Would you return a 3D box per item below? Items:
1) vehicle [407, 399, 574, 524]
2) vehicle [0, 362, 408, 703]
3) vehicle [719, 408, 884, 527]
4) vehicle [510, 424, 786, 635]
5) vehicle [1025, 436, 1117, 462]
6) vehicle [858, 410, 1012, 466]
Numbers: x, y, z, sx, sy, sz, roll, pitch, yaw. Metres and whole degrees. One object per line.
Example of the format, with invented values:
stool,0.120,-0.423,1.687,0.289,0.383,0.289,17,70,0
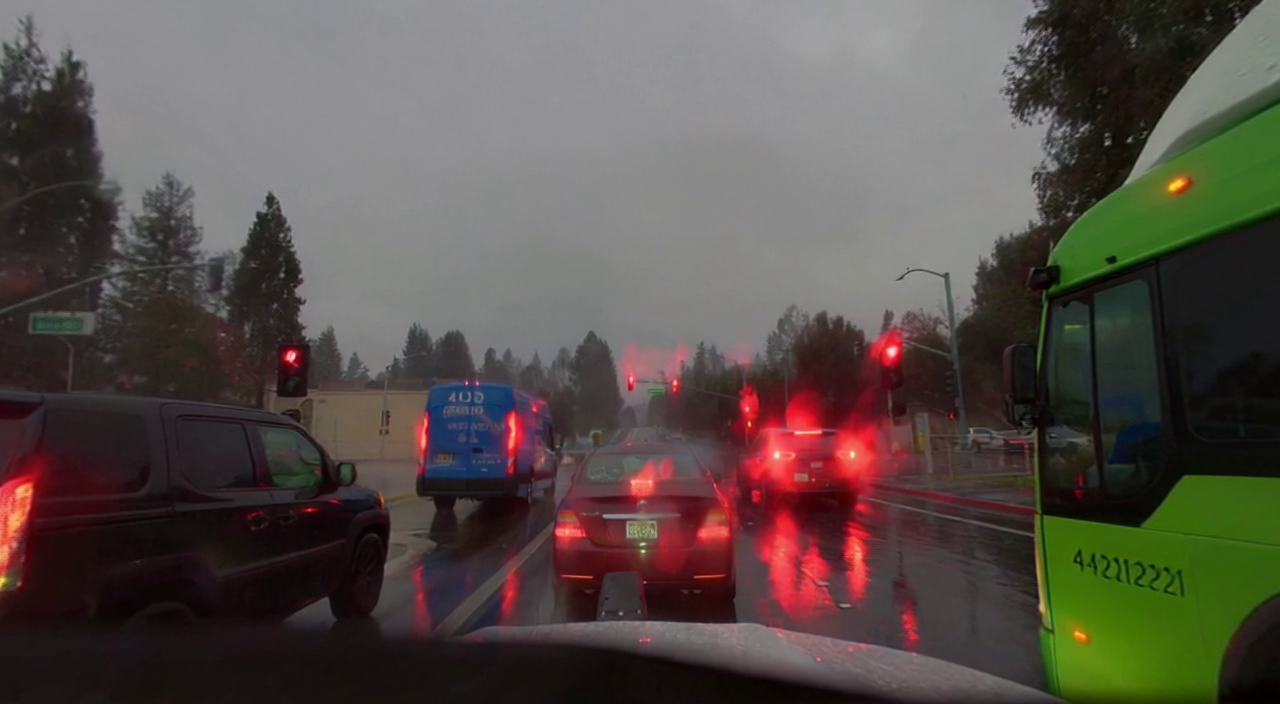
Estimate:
vehicle,-2.952,2.351,13.962,2.335,2.221,5.165,0,-8,1
vehicle,-3.419,1.179,4.631,1.921,1.701,3.989,0,-8,-1
vehicle,3.130,2.403,13.682,2.143,2.036,5.367,0,-8,0
vehicle,0.048,1.547,6.415,1.976,1.485,3.624,0,-8,0
vehicle,25.873,5.834,37.996,4.229,1.489,1.794,0,-8,-1
vehicle,17.571,5.143,37.929,7.839,3.213,2.628,0,-9,-3
